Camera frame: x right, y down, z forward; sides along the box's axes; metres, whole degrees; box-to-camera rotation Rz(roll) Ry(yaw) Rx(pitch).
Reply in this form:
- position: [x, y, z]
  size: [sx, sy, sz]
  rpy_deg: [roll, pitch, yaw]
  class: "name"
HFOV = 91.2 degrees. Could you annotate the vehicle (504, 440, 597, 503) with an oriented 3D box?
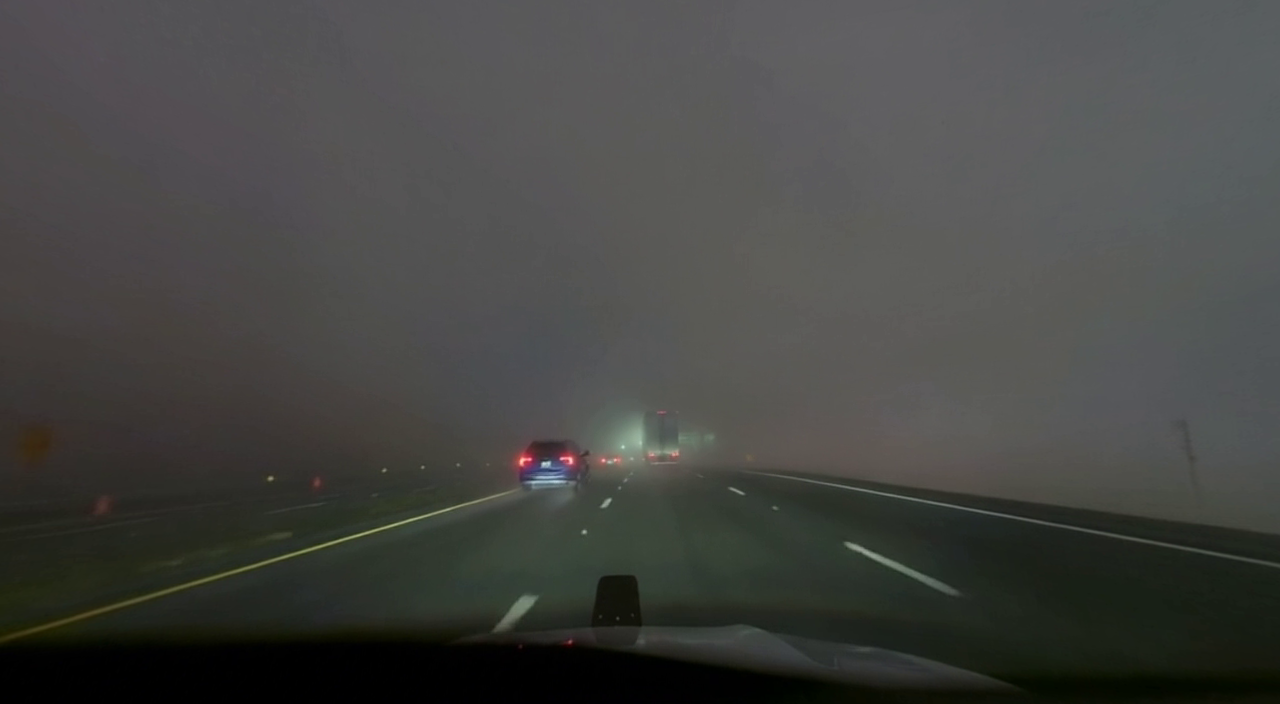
- position: [-2.572, 3.573, 19.155]
  size: [2.160, 1.691, 4.243]
  rpy_deg: [-1, -9, 1]
  class: "vehicle"
